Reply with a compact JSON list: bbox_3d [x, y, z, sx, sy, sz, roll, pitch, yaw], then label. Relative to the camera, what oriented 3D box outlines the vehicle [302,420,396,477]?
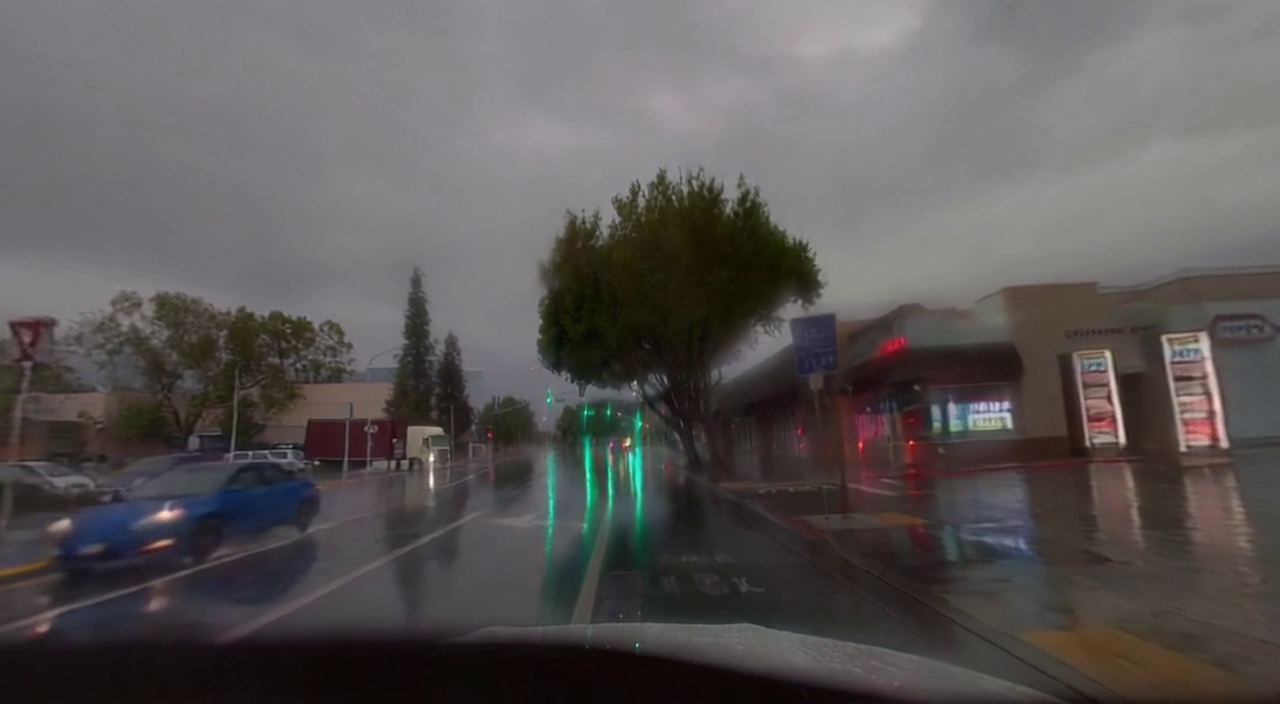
[{"bbox_3d":[-21.789,7.276,47.693,3.045,3.961,6.104,-3,-9,15],"label":"vehicle"}]

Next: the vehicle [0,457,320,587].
[{"bbox_3d":[-7.265,2.517,10.233,1.899,1.517,4.384,0,-8,-1],"label":"vehicle"}]
